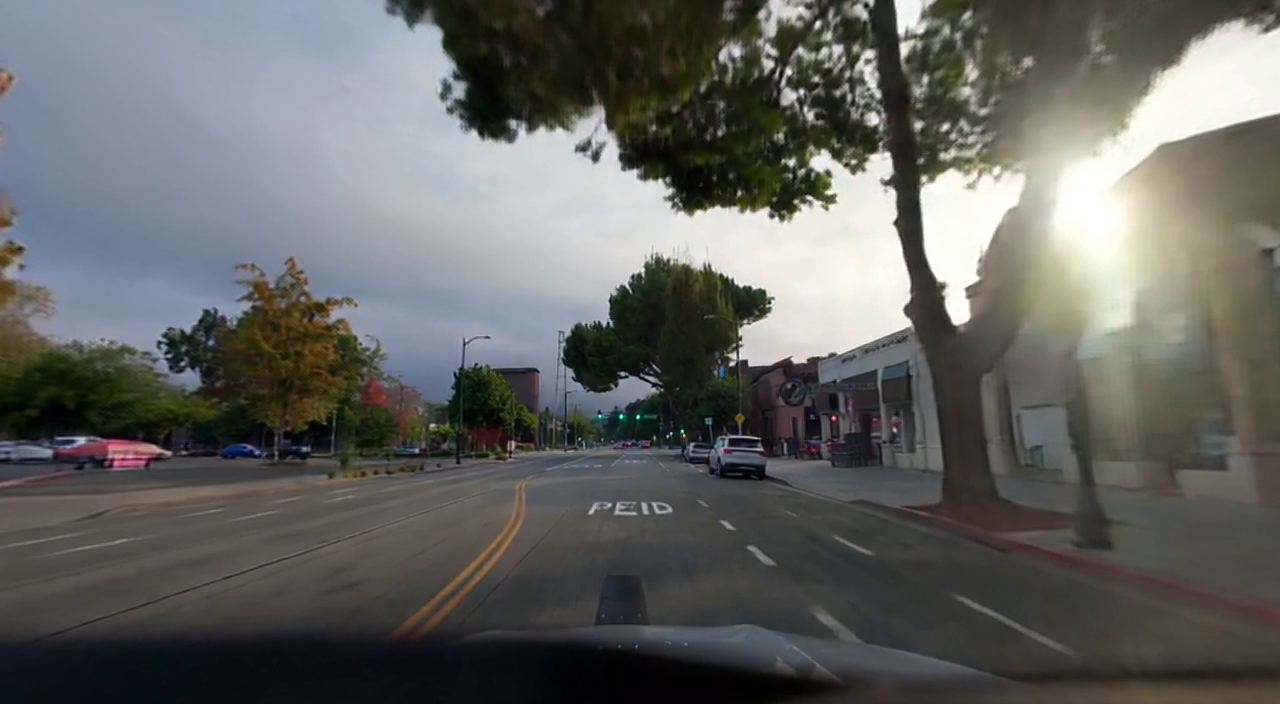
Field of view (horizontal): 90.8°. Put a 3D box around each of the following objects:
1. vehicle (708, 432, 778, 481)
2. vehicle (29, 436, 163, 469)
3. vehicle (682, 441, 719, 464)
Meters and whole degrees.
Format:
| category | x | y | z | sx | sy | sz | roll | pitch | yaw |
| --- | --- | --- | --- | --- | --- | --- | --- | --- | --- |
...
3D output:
| category | x | y | z | sx | sy | sz | roll | pitch | yaw |
| --- | --- | --- | --- | --- | --- | --- | --- | --- | --- |
| vehicle | 4.022 | 4.181 | 25.528 | 1.957 | 1.753 | 4.413 | 1 | -8 | -2 |
| vehicle | -26.091 | 4.845 | 30.488 | 4.402 | 1.449 | 1.880 | 3 | -6 | -17 |
| vehicle | 4.055 | 6.858 | 43.102 | 1.856 | 1.462 | 4.501 | 1 | -8 | -3 |
